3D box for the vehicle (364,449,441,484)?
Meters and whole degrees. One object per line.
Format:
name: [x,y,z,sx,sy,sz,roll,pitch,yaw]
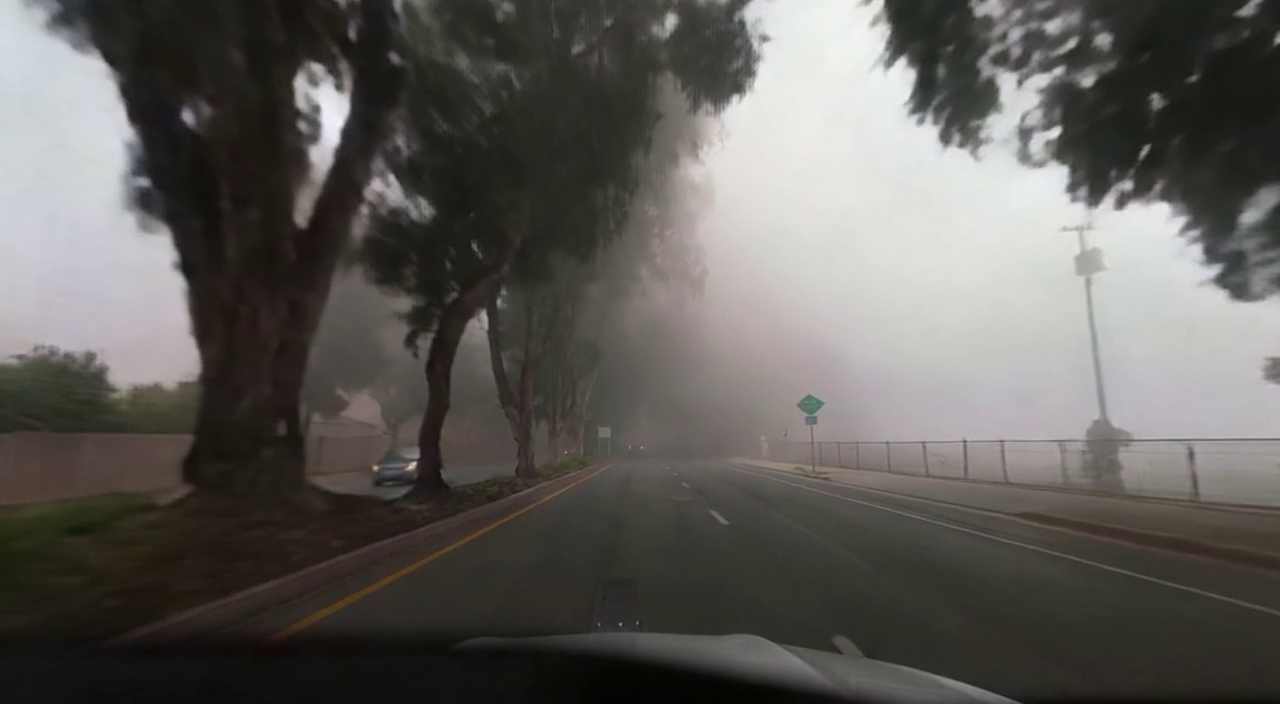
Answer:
vehicle: [-10.834,5.248,29.208,1.825,1.473,4.357,0,-9,1]
